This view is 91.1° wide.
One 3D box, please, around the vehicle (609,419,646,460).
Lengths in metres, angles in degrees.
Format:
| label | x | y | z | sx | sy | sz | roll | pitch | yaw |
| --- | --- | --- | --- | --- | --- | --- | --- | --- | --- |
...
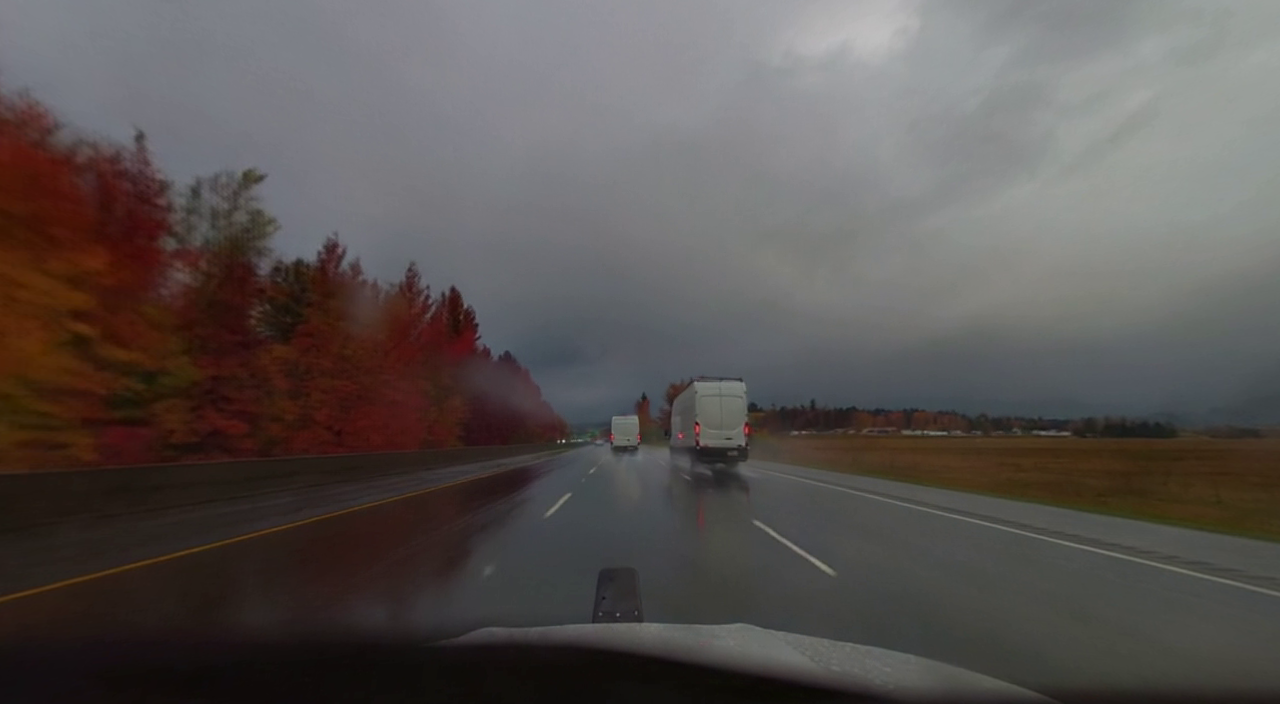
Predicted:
| label | x | y | z | sx | sy | sz | roll | pitch | yaw |
| --- | --- | --- | --- | --- | --- | --- | --- | --- | --- |
| vehicle | -0.860 | 6.100 | 43.877 | 2.389 | 2.637 | 5.437 | 0 | -8 | -1 |

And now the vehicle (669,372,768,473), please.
| label | x | y | z | sx | sy | sz | roll | pitch | yaw |
| --- | --- | --- | --- | --- | --- | --- | --- | --- | --- |
| vehicle | 3.466 | 3.745 | 32.172 | 3.128 | 4.087 | 13.351 | 0 | -8 | -1 |
